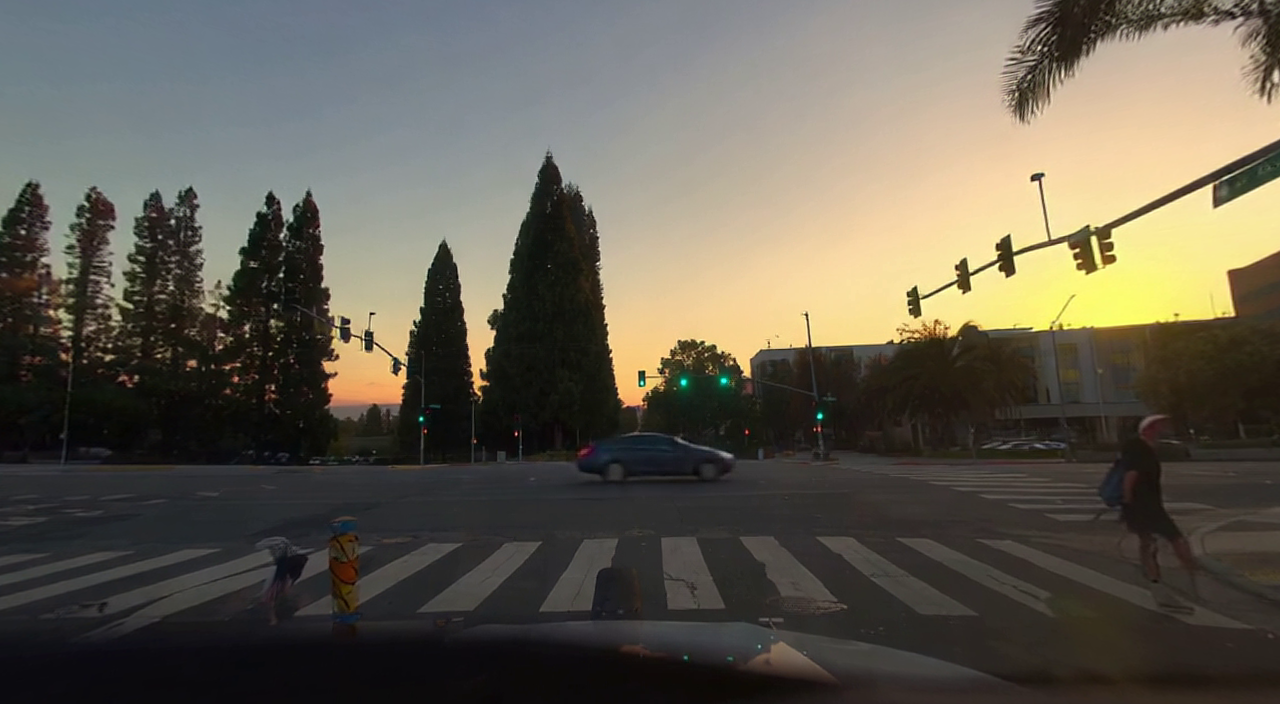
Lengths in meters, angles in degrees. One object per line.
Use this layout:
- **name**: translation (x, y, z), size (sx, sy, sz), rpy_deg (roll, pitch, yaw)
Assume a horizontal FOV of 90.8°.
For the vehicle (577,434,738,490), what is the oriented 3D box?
- **vehicle**: translation (0.499, 3.230, 18.709), size (4.502, 1.512, 1.917), rpy_deg (0, -9, 0)
